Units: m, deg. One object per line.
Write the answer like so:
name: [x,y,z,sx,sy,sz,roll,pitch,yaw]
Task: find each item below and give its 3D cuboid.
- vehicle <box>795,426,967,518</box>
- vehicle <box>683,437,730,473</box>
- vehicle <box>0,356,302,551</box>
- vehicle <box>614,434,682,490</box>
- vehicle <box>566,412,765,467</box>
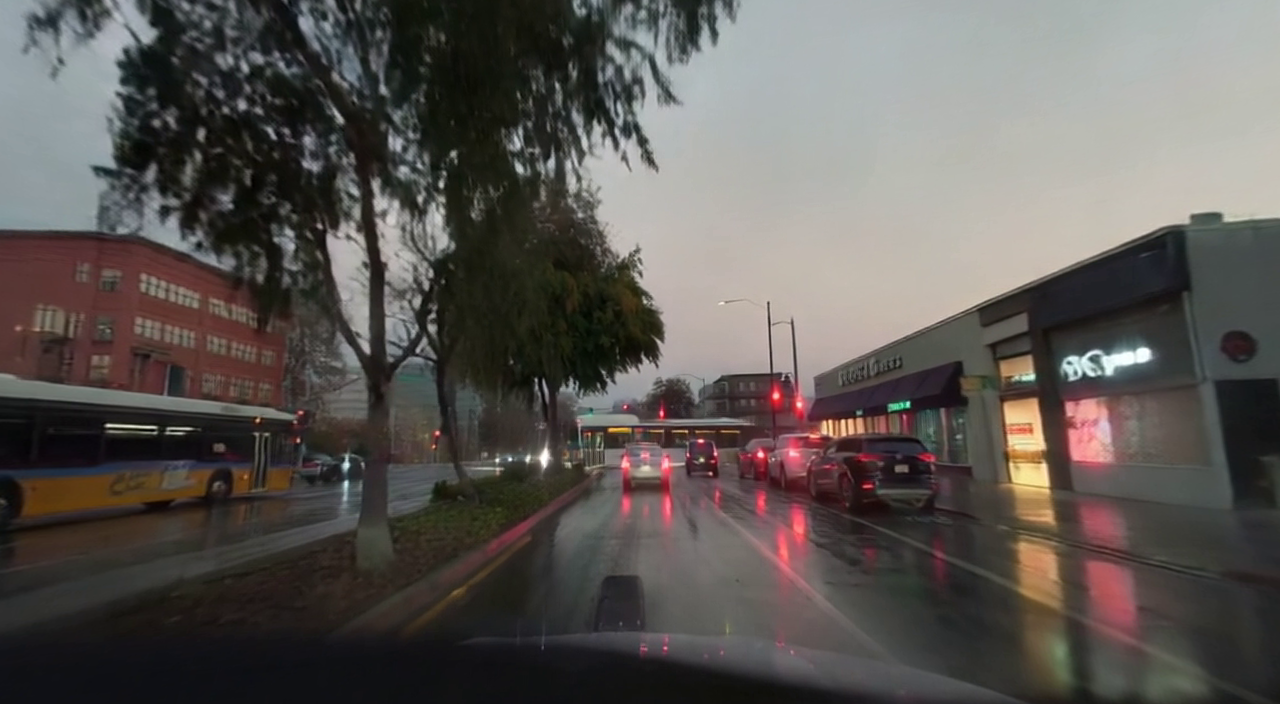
vehicle: [5.000,2.553,13.880,2.014,1.681,4.332,0,-9,-1]
vehicle: [3.309,5.217,32.104,2.222,1.688,3.952,0,-9,3]
vehicle: [-12.838,2.277,14.328,3.356,3.365,12.460,0,-9,0]
vehicle: [0.190,3.739,21.715,2.089,1.699,4.650,1,-9,-1]
vehicle: [1.721,5.952,42.883,12.978,3.538,3.117,0,-9,3]
